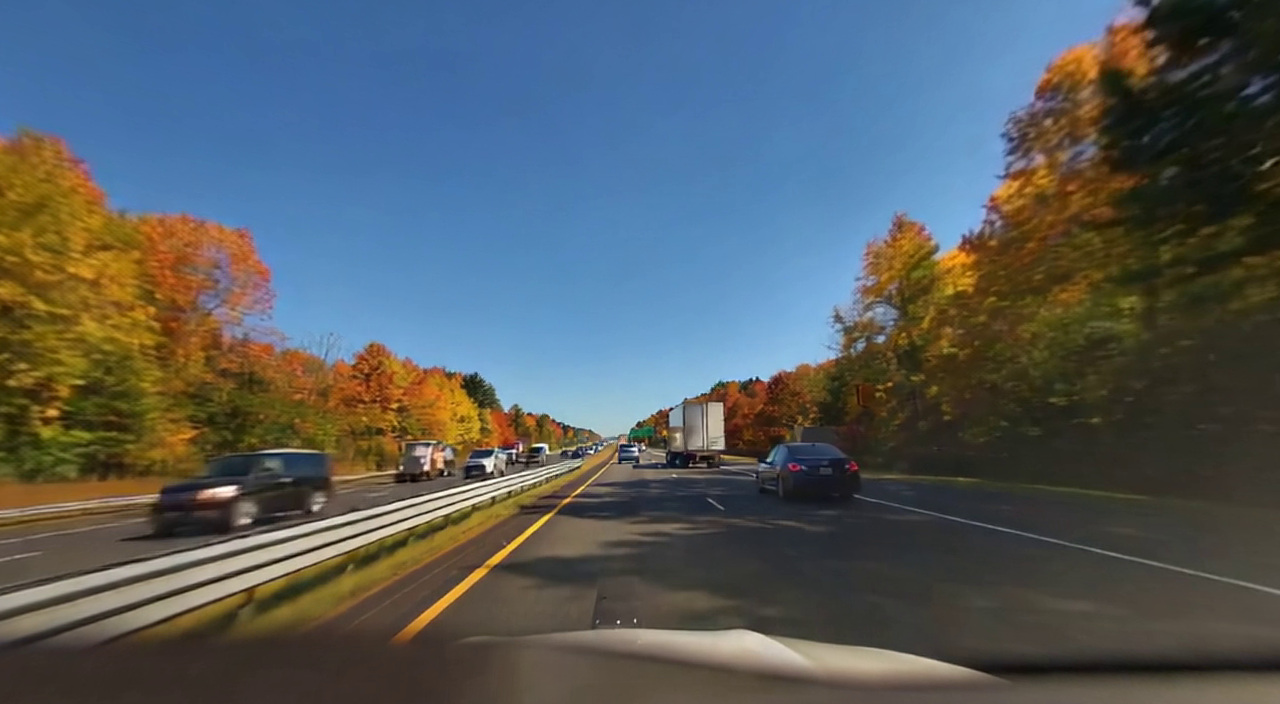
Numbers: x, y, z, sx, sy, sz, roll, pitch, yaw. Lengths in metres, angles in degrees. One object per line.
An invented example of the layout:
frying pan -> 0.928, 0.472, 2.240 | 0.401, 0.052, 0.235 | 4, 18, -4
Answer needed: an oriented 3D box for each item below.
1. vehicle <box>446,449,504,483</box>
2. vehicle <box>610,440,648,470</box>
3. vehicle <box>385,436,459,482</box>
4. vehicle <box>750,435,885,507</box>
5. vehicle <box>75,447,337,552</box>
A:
vehicle -> -8.645, 5.973, 33.231 | 1.943, 1.634, 4.240 | 0, -9, 0
vehicle -> -0.678, 6.350, 38.630 | 2.168, 1.705, 4.272 | 0, -9, -1
vehicle -> -14.035, 6.962, 40.971 | 2.380, 2.710, 6.976 | 0, -9, -1
vehicle -> 4.195, 2.895, 15.624 | 1.997, 1.504, 4.236 | 0, -9, -1
vehicle -> -7.968, 2.696, 12.182 | 2.023, 1.636, 4.274 | 0, -9, 0
